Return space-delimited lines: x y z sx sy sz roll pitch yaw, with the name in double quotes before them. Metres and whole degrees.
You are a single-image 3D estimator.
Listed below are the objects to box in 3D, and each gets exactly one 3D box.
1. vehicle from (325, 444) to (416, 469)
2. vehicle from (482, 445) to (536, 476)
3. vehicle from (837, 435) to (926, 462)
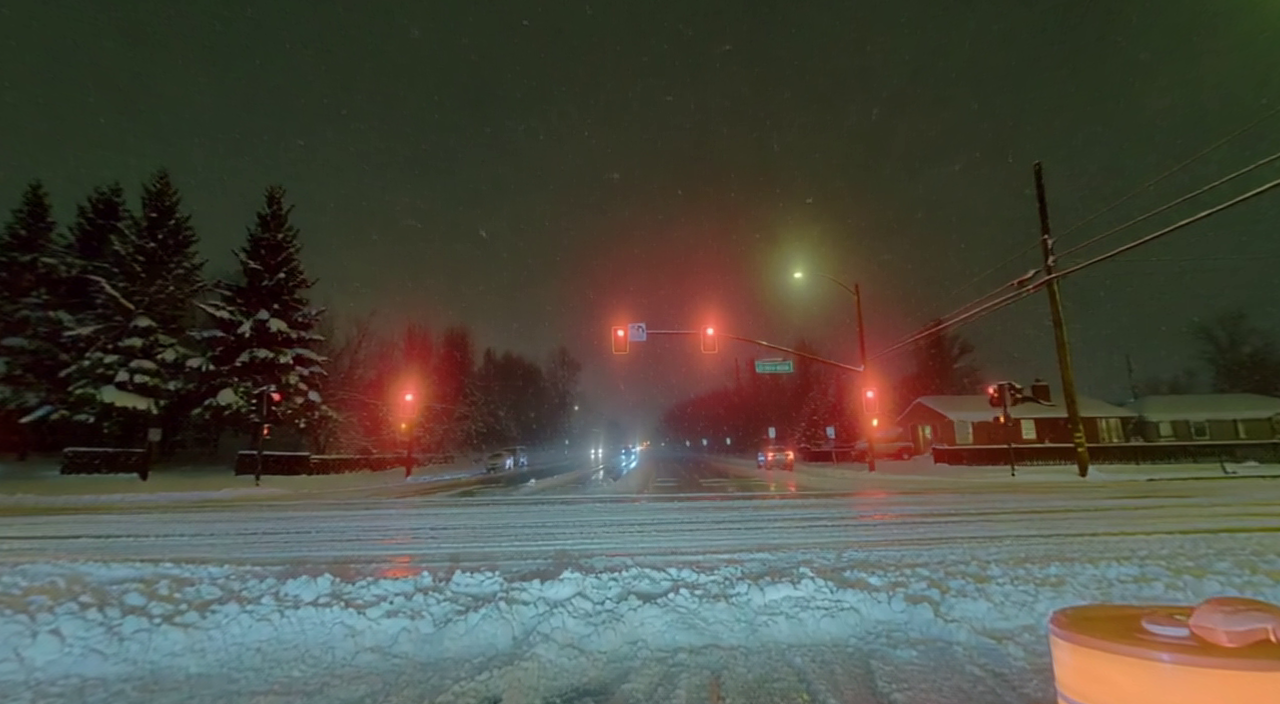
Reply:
"vehicle" -16.393 6.370 38.591 4.713 1.409 1.918 0 -8 -2
"vehicle" -6.610 5.526 32.386 1.881 1.452 4.121 0 -8 0
"vehicle" 15.375 6.174 40.325 4.892 1.656 1.856 0 -8 0
